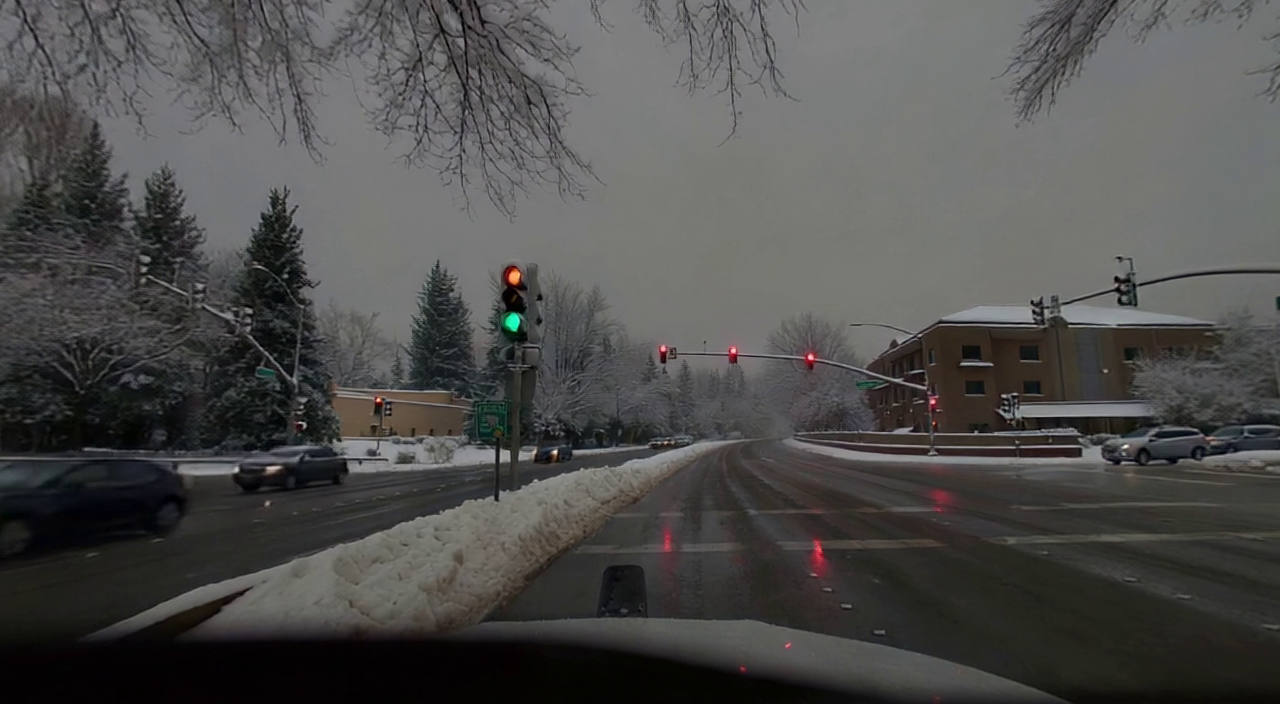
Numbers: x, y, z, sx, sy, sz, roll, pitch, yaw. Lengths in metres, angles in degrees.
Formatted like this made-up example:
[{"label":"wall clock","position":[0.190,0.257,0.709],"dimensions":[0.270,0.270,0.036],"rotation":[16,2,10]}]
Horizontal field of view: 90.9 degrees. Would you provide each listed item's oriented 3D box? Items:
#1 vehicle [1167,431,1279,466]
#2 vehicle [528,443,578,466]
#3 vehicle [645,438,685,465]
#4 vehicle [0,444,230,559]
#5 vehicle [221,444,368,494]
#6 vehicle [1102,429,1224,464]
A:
[{"label":"vehicle","position":[26.304,4.242,27.879],"dimensions":[4.644,1.470,1.922],"rotation":[1,-8,-10]},{"label":"vehicle","position":[-5.769,6.859,42.448],"dimensions":[2.002,1.483,4.696],"rotation":[-2,-8,9]},{"label":"vehicle","position":[1.755,6.777,43.255],"dimensions":[2.197,1.739,4.177],"rotation":[-2,-8,10]},{"label":"vehicle","position":[-8.985,2.245,10.261],"dimensions":[1.877,1.481,3.853],"rotation":[-1,-8,3]},{"label":"vehicle","position":[-11.782,3.975,22.002],"dimensions":[2.046,1.515,4.852],"rotation":[-1,-8,5]},{"label":"vehicle","position":[25.934,4.685,31.358],"dimensions":[4.441,1.674,2.035],"rotation":[1,-8,-8]}]
